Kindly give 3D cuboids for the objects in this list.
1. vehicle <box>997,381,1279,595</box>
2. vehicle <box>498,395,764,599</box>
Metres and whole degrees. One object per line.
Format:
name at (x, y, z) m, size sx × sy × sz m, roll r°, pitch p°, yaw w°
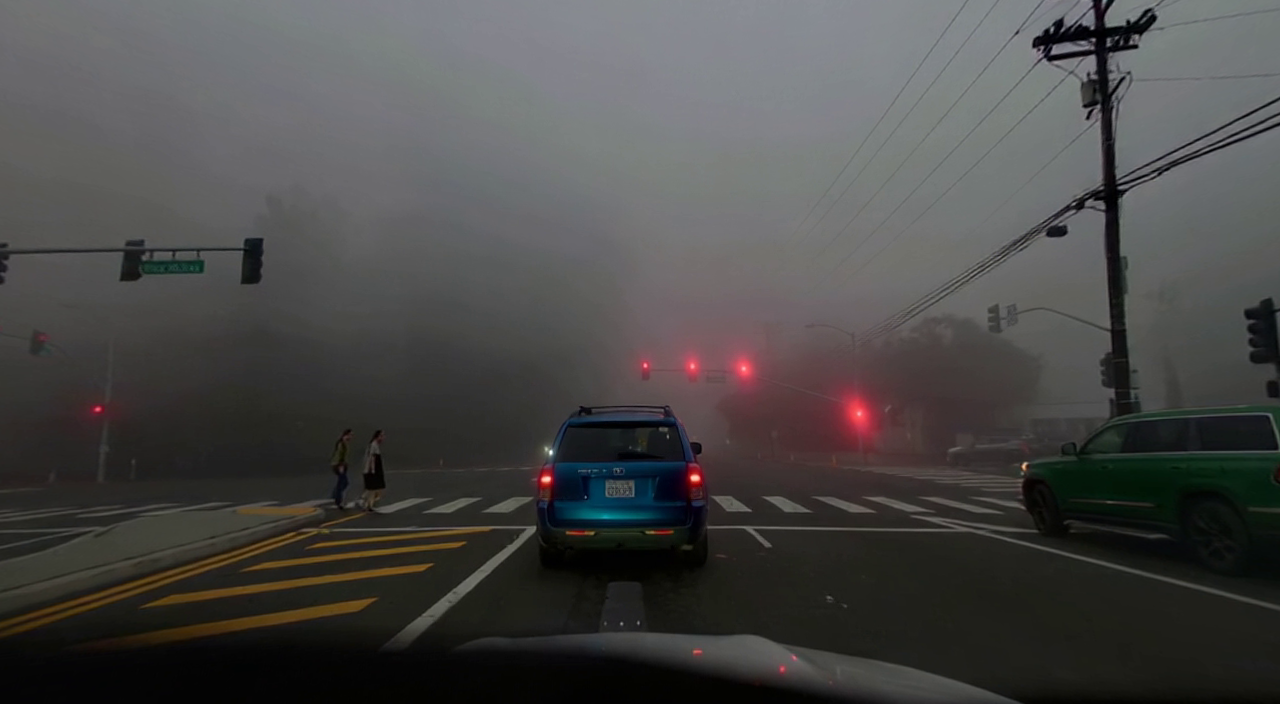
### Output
vehicle at (6.578, 1.438, 7.240) m, size 2.119 × 1.827 × 4.806 m, roll 0°, pitch -9°, yaw 0°
vehicle at (-0.109, 1.564, 7.640) m, size 2.285 × 1.729 × 4.252 m, roll 0°, pitch -9°, yaw -1°
